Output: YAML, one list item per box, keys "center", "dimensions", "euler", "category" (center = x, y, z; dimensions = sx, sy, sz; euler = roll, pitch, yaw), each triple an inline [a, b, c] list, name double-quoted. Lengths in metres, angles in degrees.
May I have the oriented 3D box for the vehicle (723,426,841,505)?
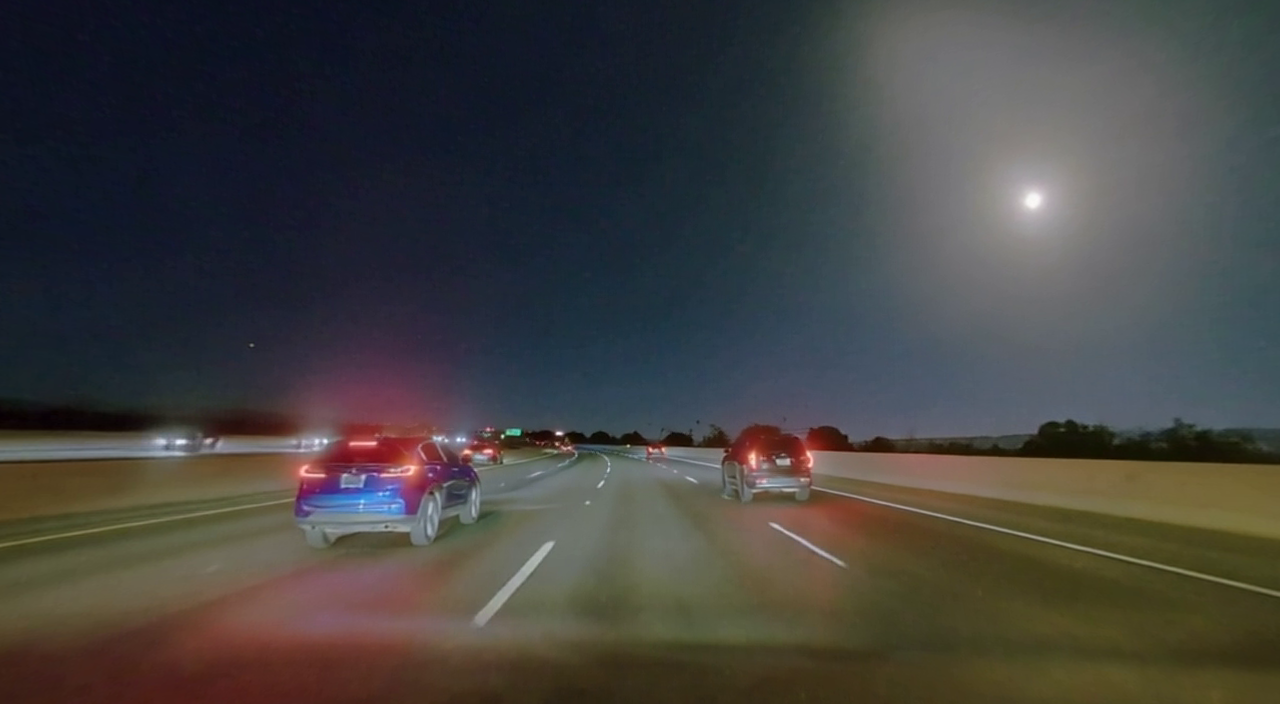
- center: [3.721, 3.082, 17.533]
  dimensions: [2.153, 1.860, 4.689]
  euler: [0, -9, 0]
  category: "vehicle"

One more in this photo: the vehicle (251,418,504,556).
- center: [-3.866, 2.070, 10.380]
  dimensions: [2.214, 1.743, 4.465]
  euler: [0, -9, 0]
  category: "vehicle"
